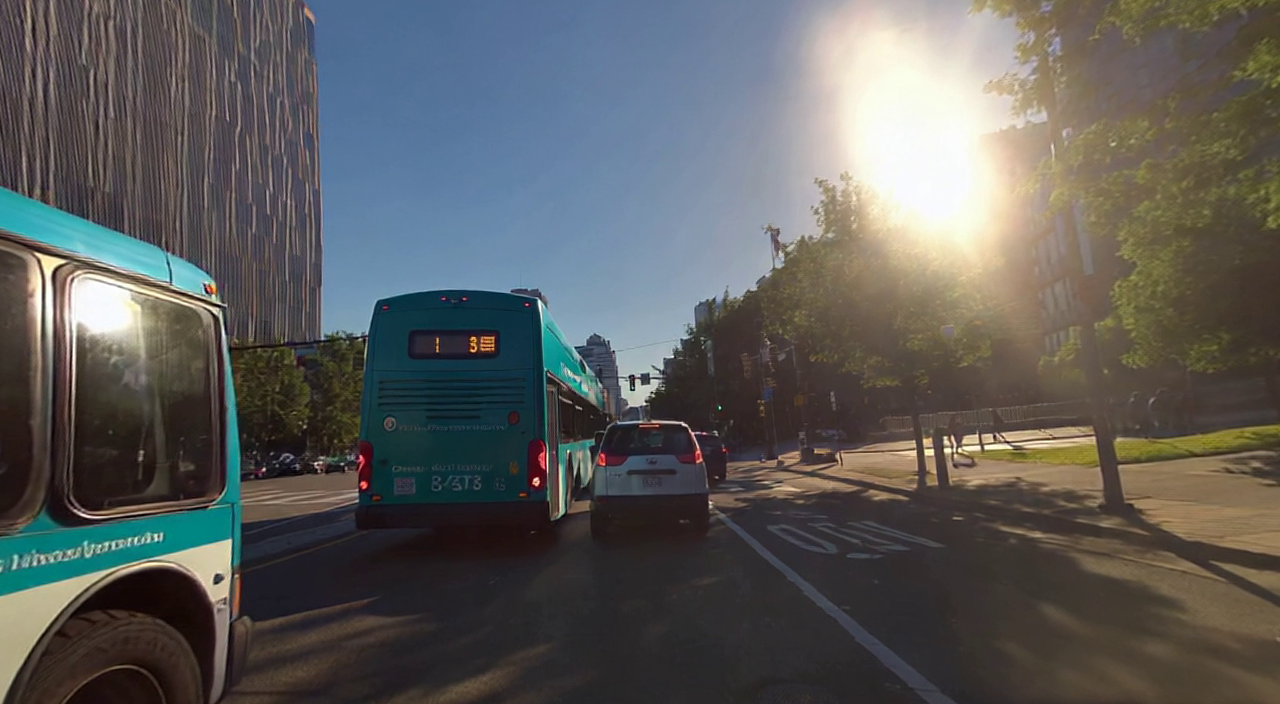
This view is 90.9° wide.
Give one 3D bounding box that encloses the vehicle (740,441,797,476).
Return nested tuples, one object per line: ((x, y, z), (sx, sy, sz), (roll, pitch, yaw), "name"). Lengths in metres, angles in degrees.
((6.124, 5.101, 30.475), (1.919, 1.529, 4.059), (0, -9, 0), "vehicle")

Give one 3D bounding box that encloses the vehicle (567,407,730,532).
((0.136, 2.136, 11.913), (2.500, 1.912, 4.270), (0, -9, 0), "vehicle")

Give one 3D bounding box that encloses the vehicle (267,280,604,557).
((-2.891, 1.802, 14.634), (3.042, 3.445, 13.615), (0, -9, 1), "vehicle")

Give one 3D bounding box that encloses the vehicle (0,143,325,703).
((-2.755, 0.337, 0.216), (2.329, 2.089, 5.659), (0, -9, 0), "vehicle")
